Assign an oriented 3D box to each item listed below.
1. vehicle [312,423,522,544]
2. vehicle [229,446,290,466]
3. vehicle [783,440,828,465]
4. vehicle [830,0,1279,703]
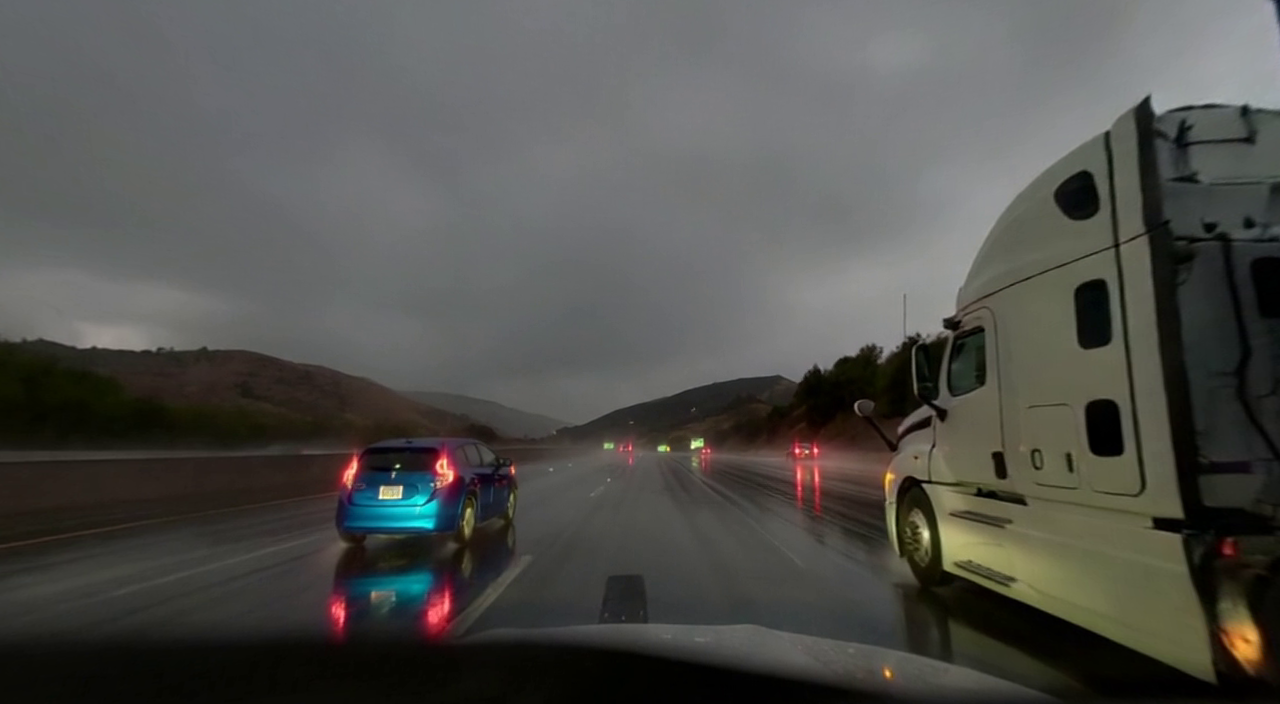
[{"bbox_3d":[-3.369,2.060,10.446,1.967,1.615,3.886,0,-8,2],"label":"vehicle"},{"bbox_3d":[-28.783,7.841,47.618,1.750,1.449,4.382,0,-8,1],"label":"vehicle"},{"bbox_3d":[12.107,7.366,46.225,2.062,1.736,4.589,0,-8,0],"label":"vehicle"},{"bbox_3d":[4.059,0.020,3.938,3.277,3.871,7.882,0,-9,1],"label":"vehicle"}]
